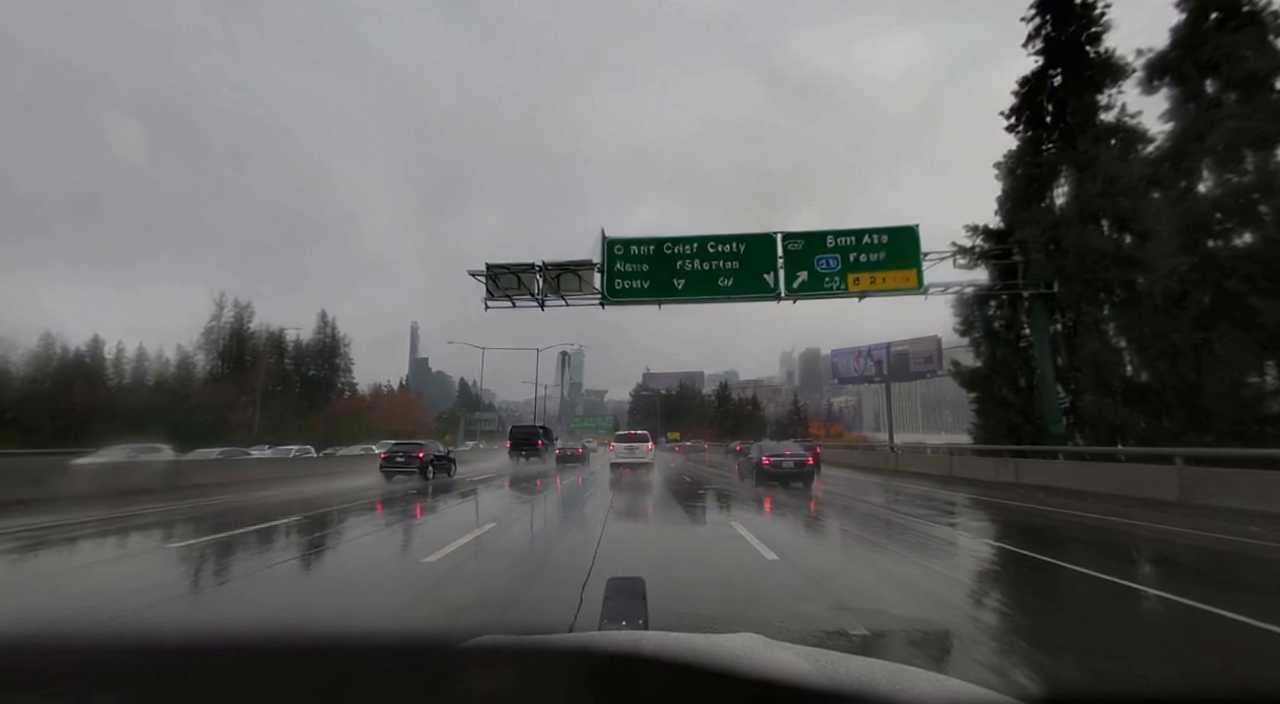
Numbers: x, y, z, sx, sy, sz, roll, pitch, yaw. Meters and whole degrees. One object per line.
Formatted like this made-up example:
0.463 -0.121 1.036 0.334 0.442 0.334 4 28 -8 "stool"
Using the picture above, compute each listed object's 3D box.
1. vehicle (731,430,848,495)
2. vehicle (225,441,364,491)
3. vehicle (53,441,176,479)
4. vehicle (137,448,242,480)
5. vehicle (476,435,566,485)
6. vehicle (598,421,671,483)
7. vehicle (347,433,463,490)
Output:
3.798 2.896 16.906 1.942 1.487 4.518 0 -8 -1 "vehicle"
-11.245 3.712 20.962 1.970 1.441 4.555 0 -8 1 "vehicle"
-25.754 5.289 31.187 1.906 1.732 4.846 0 -8 0 "vehicle"
-21.895 5.430 30.902 1.867 1.443 4.468 0 -8 0 "vehicle"
-3.873 3.613 21.391 2.079 1.499 4.512 0 -8 1 "vehicle"
-0.177 3.360 21.351 2.209 1.863 4.626 0 -8 0 "vehicle"
-7.406 3.484 20.443 2.021 1.632 4.417 0 -8 1 "vehicle"
